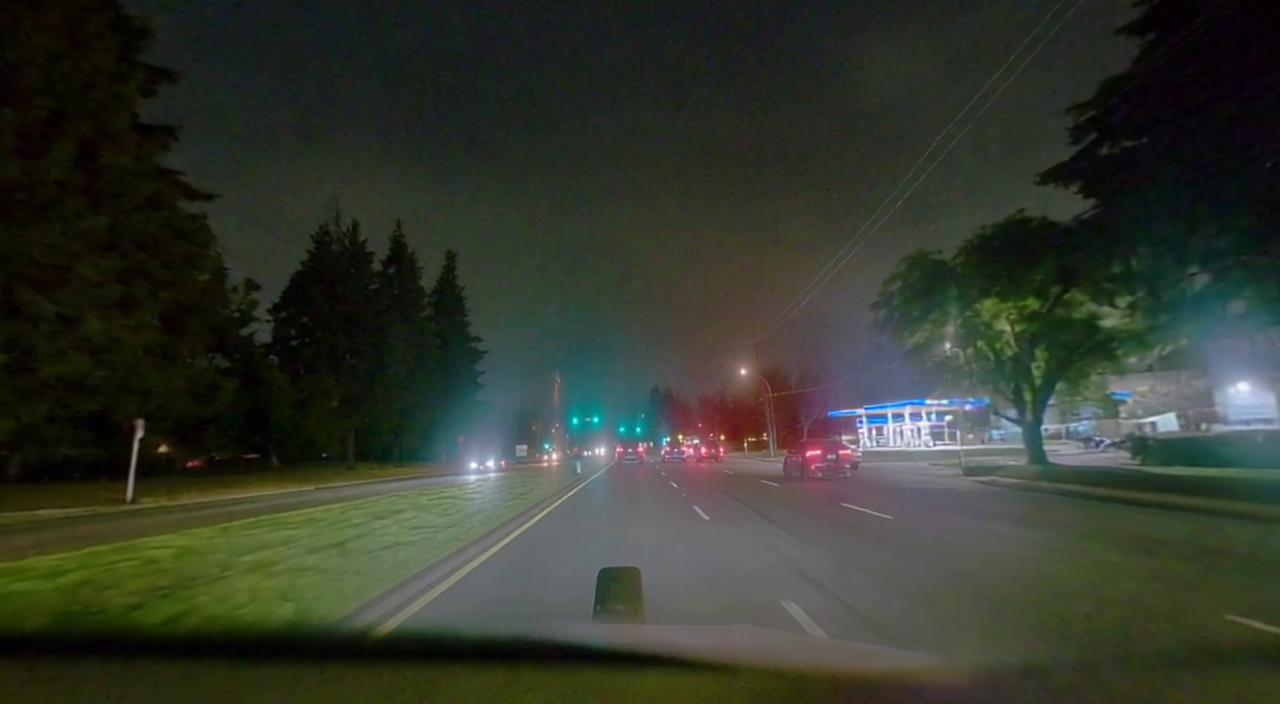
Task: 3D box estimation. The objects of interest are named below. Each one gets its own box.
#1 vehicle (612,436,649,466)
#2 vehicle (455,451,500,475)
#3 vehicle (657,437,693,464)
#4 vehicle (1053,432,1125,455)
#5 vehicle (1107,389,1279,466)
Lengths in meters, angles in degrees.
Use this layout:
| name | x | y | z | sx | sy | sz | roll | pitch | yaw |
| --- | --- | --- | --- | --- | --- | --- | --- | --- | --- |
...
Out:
| name | x | y | z | sx | sy | sz | roll | pitch | yaw |
| --- | --- | --- | --- | --- | --- | --- | --- | --- | --- |
| vehicle | -0.644 | 6.421 | 41.163 | 2.261 | 1.820 | 4.255 | 0 | -8 | -2 |
| vehicle | -11.160 | 7.670 | 43.722 | 2.052 | 1.503 | 4.559 | 0 | -8 | -1 |
| vehicle | 2.402 | 6.910 | 44.393 | 2.140 | 1.800 | 4.660 | 0 | -8 | -2 |
| vehicle | 30.656 | 6.242 | 43.077 | 4.663 | 1.485 | 1.991 | 4 | -10 | -28 |
| vehicle | 29.046 | 3.997 | 33.099 | 8.711 | 3.678 | 2.870 | 3 | -9 | -21 |
